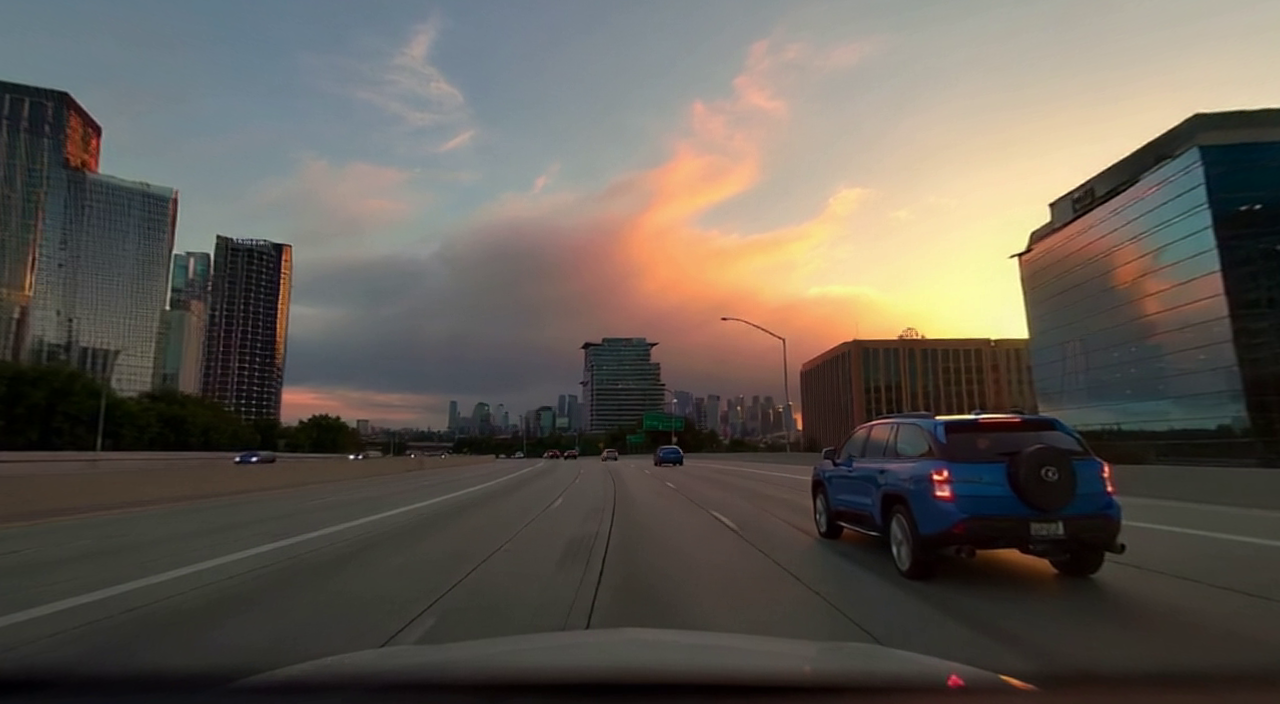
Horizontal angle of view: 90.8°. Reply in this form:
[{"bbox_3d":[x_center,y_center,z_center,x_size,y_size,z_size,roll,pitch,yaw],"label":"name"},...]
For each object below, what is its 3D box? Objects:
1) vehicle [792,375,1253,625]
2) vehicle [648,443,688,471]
[{"bbox_3d":[3.375,1.410,6.938,2.182,1.826,4.392,0,-9,-2],"label":"vehicle"},{"bbox_3d":[1.818,7.112,43.044,2.110,1.780,4.682,1,-9,-5],"label":"vehicle"}]
